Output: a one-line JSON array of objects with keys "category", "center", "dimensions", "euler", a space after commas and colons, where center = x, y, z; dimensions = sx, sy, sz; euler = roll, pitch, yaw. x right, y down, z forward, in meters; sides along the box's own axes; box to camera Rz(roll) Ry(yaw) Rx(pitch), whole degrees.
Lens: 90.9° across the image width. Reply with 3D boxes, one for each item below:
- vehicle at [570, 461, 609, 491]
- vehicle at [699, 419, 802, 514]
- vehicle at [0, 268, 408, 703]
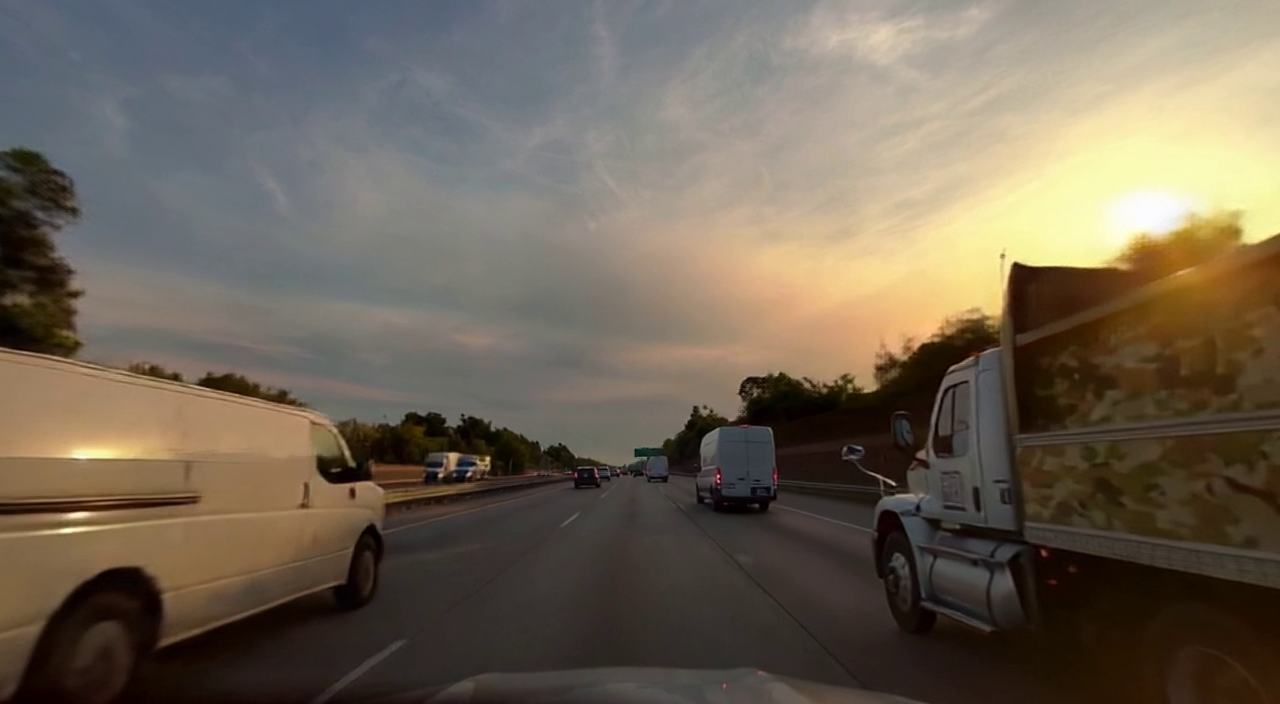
[{"category": "vehicle", "center": [-3.401, 8.478, 43.270], "dimensions": [2.204, 1.852, 4.661], "euler": [1, -11, 1]}, {"category": "vehicle", "center": [3.767, 4.132, 22.796], "dimensions": [2.703, 2.988, 5.097], "euler": [1, -11, -1]}, {"category": "vehicle", "center": [-3.432, 0.885, 3.353], "dimensions": [2.378, 1.930, 5.086], "euler": [1, -11, 0]}]
